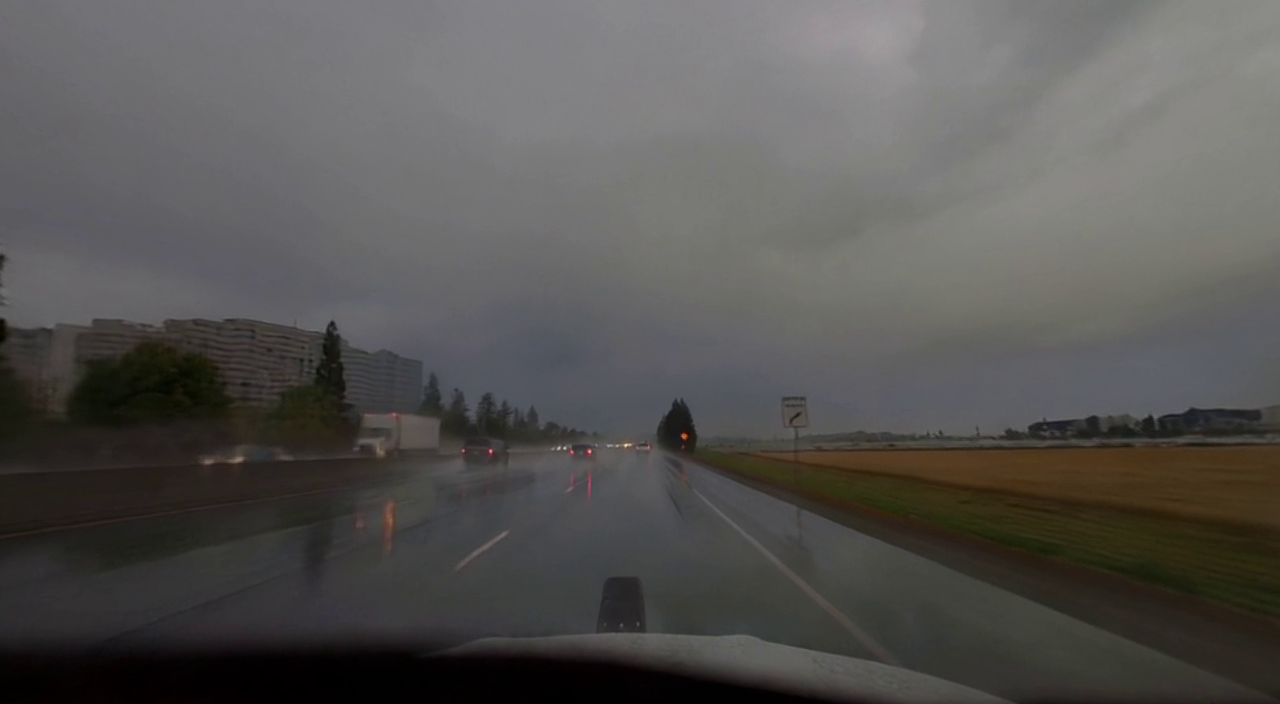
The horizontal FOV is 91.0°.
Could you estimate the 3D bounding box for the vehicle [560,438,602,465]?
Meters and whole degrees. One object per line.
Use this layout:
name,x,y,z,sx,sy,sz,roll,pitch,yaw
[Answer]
vehicle,-3.686,6.284,40.020,2.083,1.588,4.801,0,-8,2

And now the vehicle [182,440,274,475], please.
vehicle,-22.878,5.854,35.188,1.920,1.765,4.634,0,-8,1

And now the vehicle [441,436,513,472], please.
vehicle,-7.492,4.745,29.488,2.034,1.523,4.627,0,-8,1

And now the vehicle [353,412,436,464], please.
vehicle,-18.838,6.712,49.031,2.951,3.679,8.155,0,-9,1
